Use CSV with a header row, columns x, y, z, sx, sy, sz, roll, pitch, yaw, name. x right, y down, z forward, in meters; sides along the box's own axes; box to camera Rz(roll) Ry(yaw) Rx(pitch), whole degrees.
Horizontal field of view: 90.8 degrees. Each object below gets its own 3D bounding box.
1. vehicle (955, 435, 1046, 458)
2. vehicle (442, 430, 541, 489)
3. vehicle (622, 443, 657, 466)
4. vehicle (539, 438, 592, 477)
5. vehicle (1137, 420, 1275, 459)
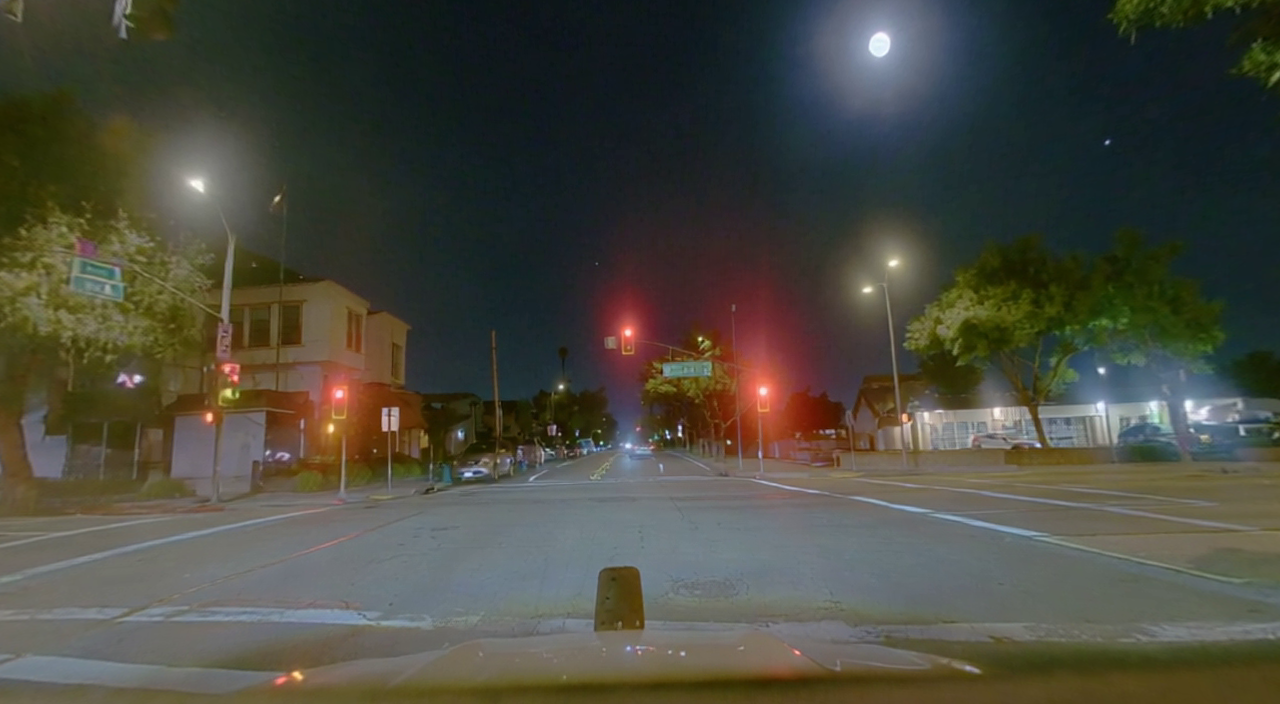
x,y,z,sx,sy,sz,roll,pitch,yaw,name
24.968,6.549,43.847,5.172,1.515,1.851,0,-9,-2,vehicle
-6.500,4.834,28.951,2.896,2.339,7.322,0,-9,-1,vehicle
-0.102,6.977,43.279,2.056,1.493,4.535,0,-9,-4,vehicle
-3.646,5.280,31.911,2.120,1.783,4.788,0,-9,-1,vehicle
33.255,5.164,37.251,5.969,2.149,2.331,0,-9,-4,vehicle
